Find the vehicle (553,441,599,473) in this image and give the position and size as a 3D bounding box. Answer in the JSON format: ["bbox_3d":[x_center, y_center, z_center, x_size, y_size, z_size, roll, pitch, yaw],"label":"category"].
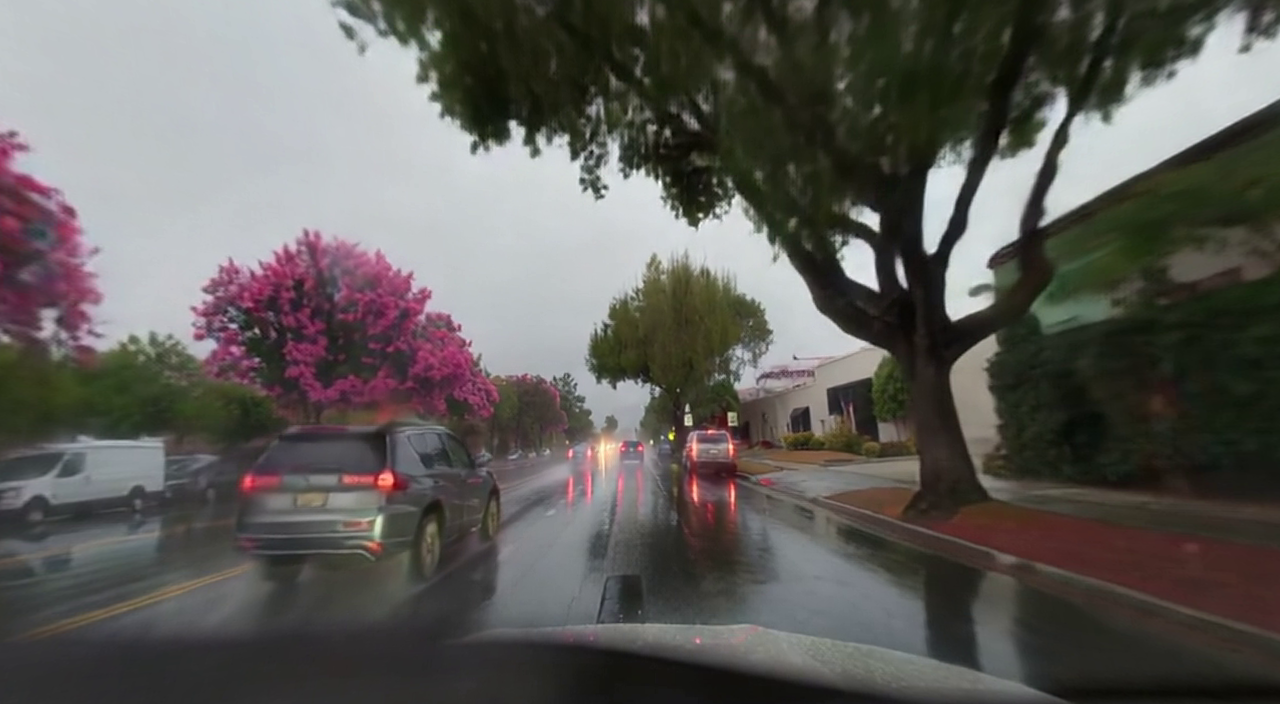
[{"bbox_3d":[-3.439,5.739,34.705,2.167,1.634,4.220,0,-9,-1],"label":"vehicle"}]

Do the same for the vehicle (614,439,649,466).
[{"bbox_3d":[-0.590,7.162,45.170,2.376,1.801,4.317,0,-9,-1],"label":"vehicle"}]

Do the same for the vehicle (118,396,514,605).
[{"bbox_3d":[-3.238,1.631,7.912,2.257,1.751,5.028,0,-9,0],"label":"vehicle"}]

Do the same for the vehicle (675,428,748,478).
[{"bbox_3d":[3.110,4.590,28.858,2.653,2.058,5.096,0,-9,-1],"label":"vehicle"}]

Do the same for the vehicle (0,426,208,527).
[{"bbox_3d":[-16.336,3.549,18.917,2.474,2.431,6.256,-6,-7,0],"label":"vehicle"}]
